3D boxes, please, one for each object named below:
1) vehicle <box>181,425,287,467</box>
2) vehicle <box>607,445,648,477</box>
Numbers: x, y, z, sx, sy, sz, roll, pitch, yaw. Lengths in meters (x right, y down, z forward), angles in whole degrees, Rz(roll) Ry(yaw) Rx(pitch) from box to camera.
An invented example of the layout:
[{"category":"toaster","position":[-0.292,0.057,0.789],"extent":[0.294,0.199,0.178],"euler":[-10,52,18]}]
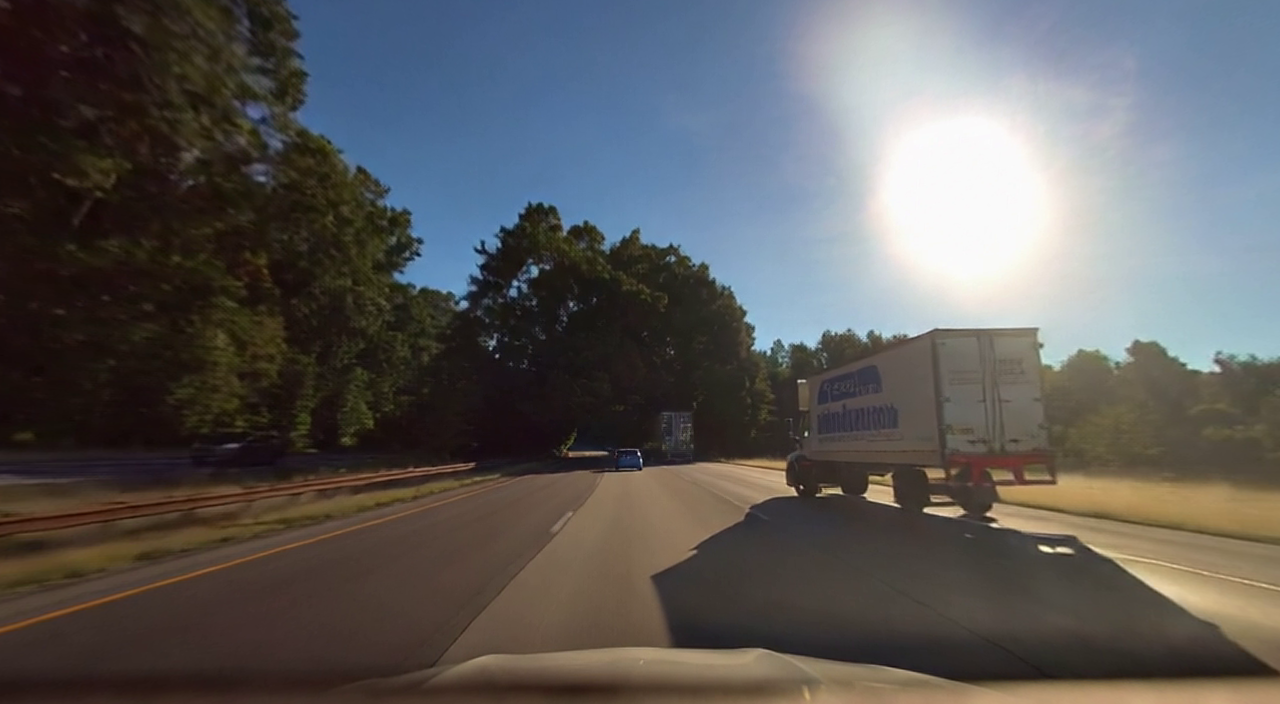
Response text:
[{"category":"vehicle","position":[-20.022,4.702,31.387],"extent":[2.039,1.897,5.042],"euler":[0,-9,-3]},{"category":"vehicle","position":[-0.643,5.393,31.396],"extent":[1.913,1.460,3.610],"euler":[0,-9,-2]}]
